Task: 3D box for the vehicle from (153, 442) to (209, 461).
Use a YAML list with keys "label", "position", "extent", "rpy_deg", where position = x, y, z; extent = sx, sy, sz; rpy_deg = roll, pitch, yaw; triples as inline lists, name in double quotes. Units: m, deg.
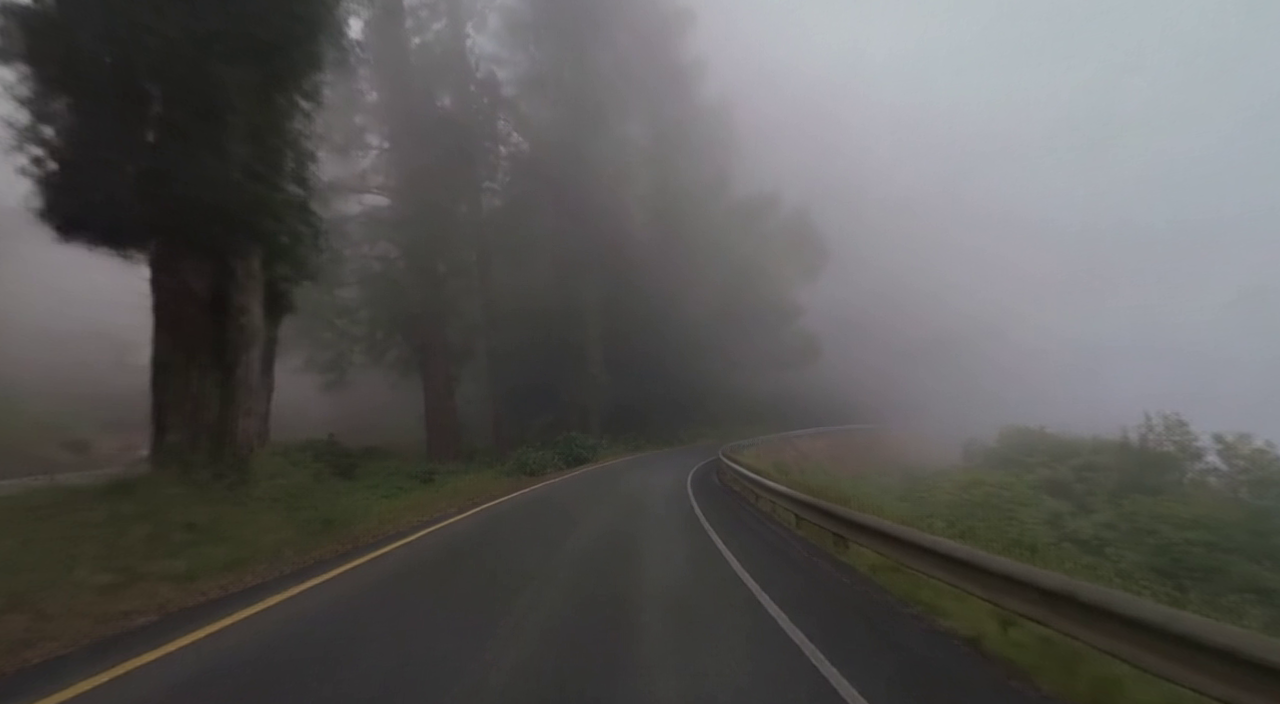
- label: "vehicle"
  position: [-36.041, 7.821, 49.705]
  extent: [1.884, 1.430, 3.705]
  rpy_deg: [1, -9, -6]
